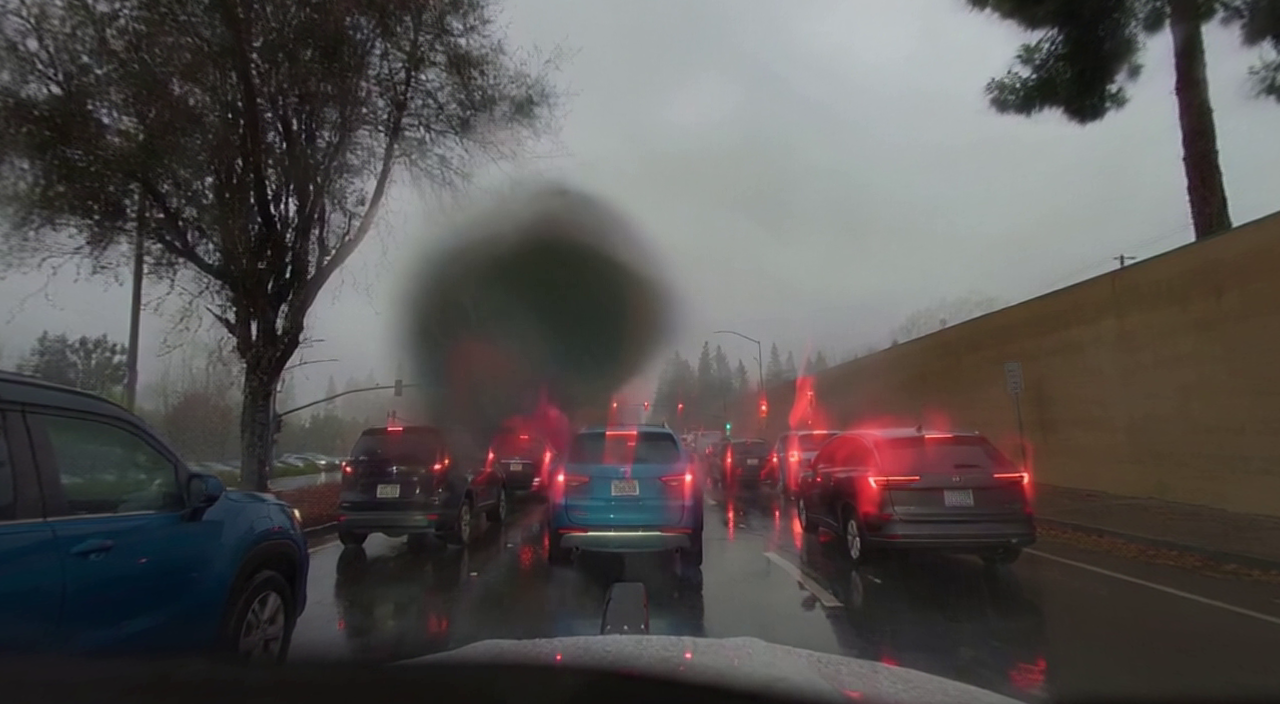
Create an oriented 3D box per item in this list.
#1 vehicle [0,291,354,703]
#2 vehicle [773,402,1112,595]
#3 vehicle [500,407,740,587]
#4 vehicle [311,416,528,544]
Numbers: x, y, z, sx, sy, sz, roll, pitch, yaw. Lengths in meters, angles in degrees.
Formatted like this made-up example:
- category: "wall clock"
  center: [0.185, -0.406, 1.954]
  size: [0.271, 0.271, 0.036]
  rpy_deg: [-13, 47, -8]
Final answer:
- category: "vehicle"
  center: [-3.519, 0.829, 3.113]
  size: [2.070, 1.913, 4.450]
  rpy_deg: [0, -8, 0]
- category: "vehicle"
  center: [3.150, 1.618, 7.808]
  size: [2.029, 1.702, 4.281]
  rpy_deg: [0, -8, 0]
- category: "vehicle"
  center: [-0.151, 1.651, 7.950]
  size: [2.245, 1.677, 3.913]
  rpy_deg: [0, -8, 1]
- category: "vehicle"
  center: [-3.484, 2.118, 11.144]
  size: [2.067, 1.759, 4.631]
  rpy_deg: [0, -8, 1]
